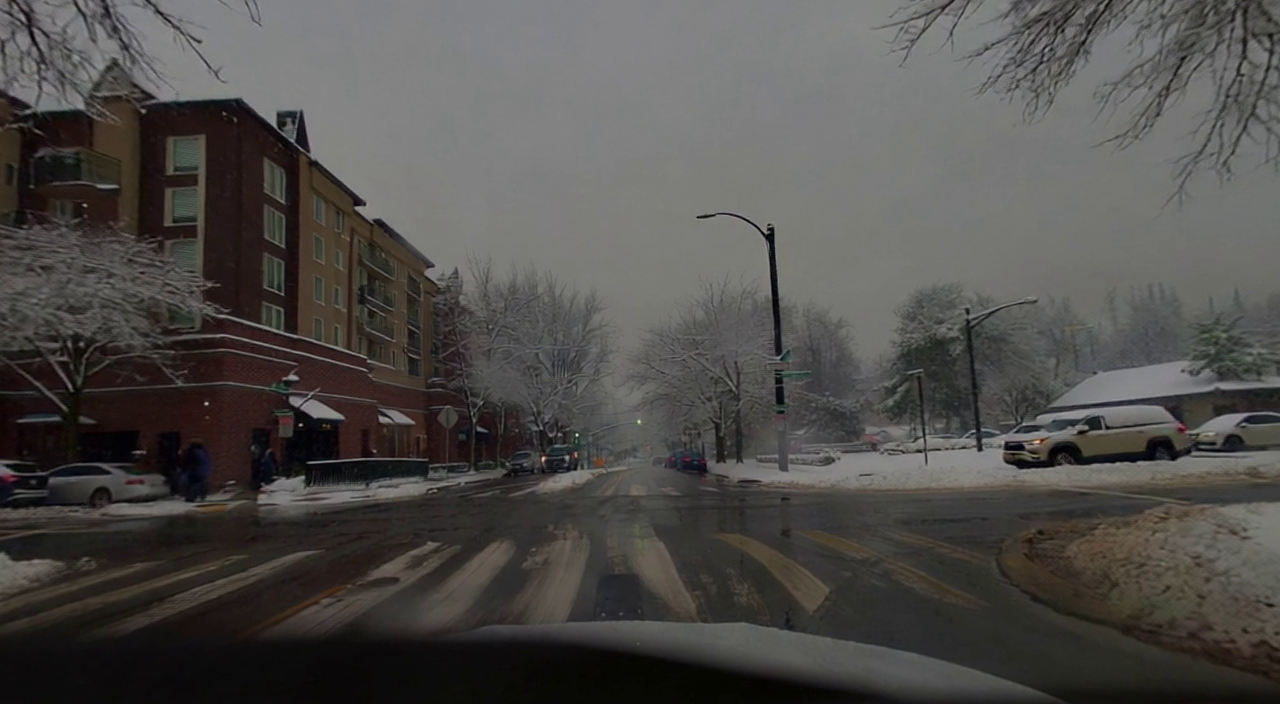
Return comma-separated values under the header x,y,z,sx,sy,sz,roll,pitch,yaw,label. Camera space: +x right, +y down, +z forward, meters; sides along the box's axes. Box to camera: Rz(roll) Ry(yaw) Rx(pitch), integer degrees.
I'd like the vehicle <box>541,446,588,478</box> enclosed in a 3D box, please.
x,y,z,sx,sy,sz,roll,pitch,yaw,label
-4.434,6.539,37.712,2.102,1.768,4.290,-1,-10,2,vehicle

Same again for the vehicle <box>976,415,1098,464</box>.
x,y,z,sx,sy,sz,roll,pitch,yaw,label
16.743,3.789,26.994,2.041,1.921,4.574,0,-9,-2,vehicle

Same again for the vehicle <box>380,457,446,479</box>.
x,y,z,sx,sy,sz,roll,pitch,yaw,label
-16.950,8.657,47.373,4.203,1.544,1.889,0,-8,1,vehicle

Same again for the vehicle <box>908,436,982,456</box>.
x,y,z,sx,sy,sz,roll,pitch,yaw,label
23.013,7.085,47.769,4.528,1.475,2.070,0,-8,3,vehicle

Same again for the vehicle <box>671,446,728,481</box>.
x,y,z,sx,sy,sz,roll,pitch,yaw,label
3.213,5.853,33.470,1.942,1.603,3.785,0,-8,22,vehicle

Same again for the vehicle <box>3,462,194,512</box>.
x,y,z,sx,sy,sz,roll,pitch,yaw,label
-17.316,4.314,20.369,4.439,1.448,1.793,0,-9,0,vehicle

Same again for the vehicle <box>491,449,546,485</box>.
x,y,z,sx,sy,sz,roll,pitch,yaw,label
-7.617,7.246,40.248,2.193,1.814,5.061,-9,-8,0,vehicle

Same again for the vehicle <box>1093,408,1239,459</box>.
x,y,z,sx,sy,sz,roll,pitch,yaw,label
22.304,3.531,27.141,2.137,1.962,4.988,-1,-8,3,vehicle

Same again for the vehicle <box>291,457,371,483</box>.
x,y,z,sx,sy,sz,roll,pitch,yaw,label
-23.180,8.885,47.497,4.844,1.836,2.117,-1,-8,4,vehicle
